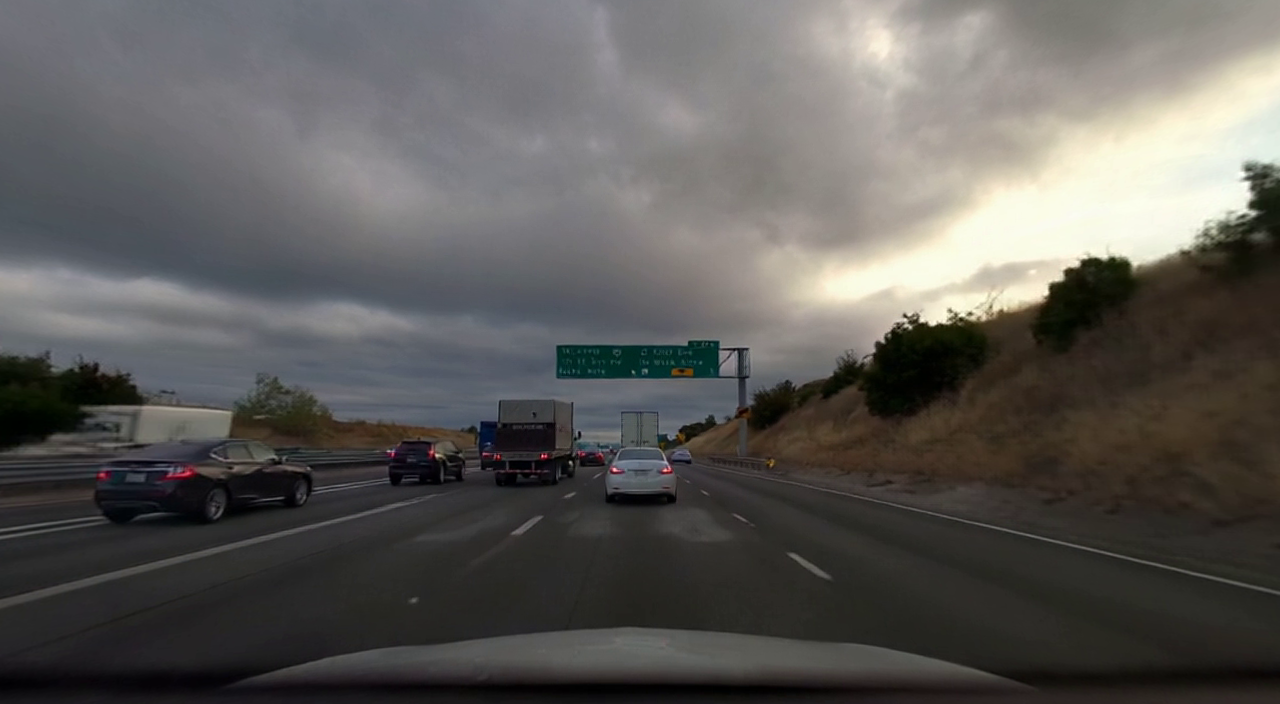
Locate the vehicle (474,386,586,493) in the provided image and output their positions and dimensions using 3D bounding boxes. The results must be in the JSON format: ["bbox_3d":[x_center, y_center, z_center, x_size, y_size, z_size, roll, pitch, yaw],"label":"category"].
[{"bbox_3d":[-3.773,3.309,23.599,2.812,3.342,7.248,-1,-9,1],"label":"vehicle"}]

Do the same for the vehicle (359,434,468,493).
[{"bbox_3d":[-7.388,3.687,21.145,1.952,1.746,4.332,-1,-9,1],"label":"vehicle"}]

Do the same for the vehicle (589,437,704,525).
[{"bbox_3d":[0.072,2.498,12.665,1.995,1.495,3.380,0,-9,-1],"label":"vehicle"}]

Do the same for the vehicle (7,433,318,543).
[{"bbox_3d":[-7.926,2.279,11.250,1.879,1.521,4.623,-1,-9,1],"label":"vehicle"}]
